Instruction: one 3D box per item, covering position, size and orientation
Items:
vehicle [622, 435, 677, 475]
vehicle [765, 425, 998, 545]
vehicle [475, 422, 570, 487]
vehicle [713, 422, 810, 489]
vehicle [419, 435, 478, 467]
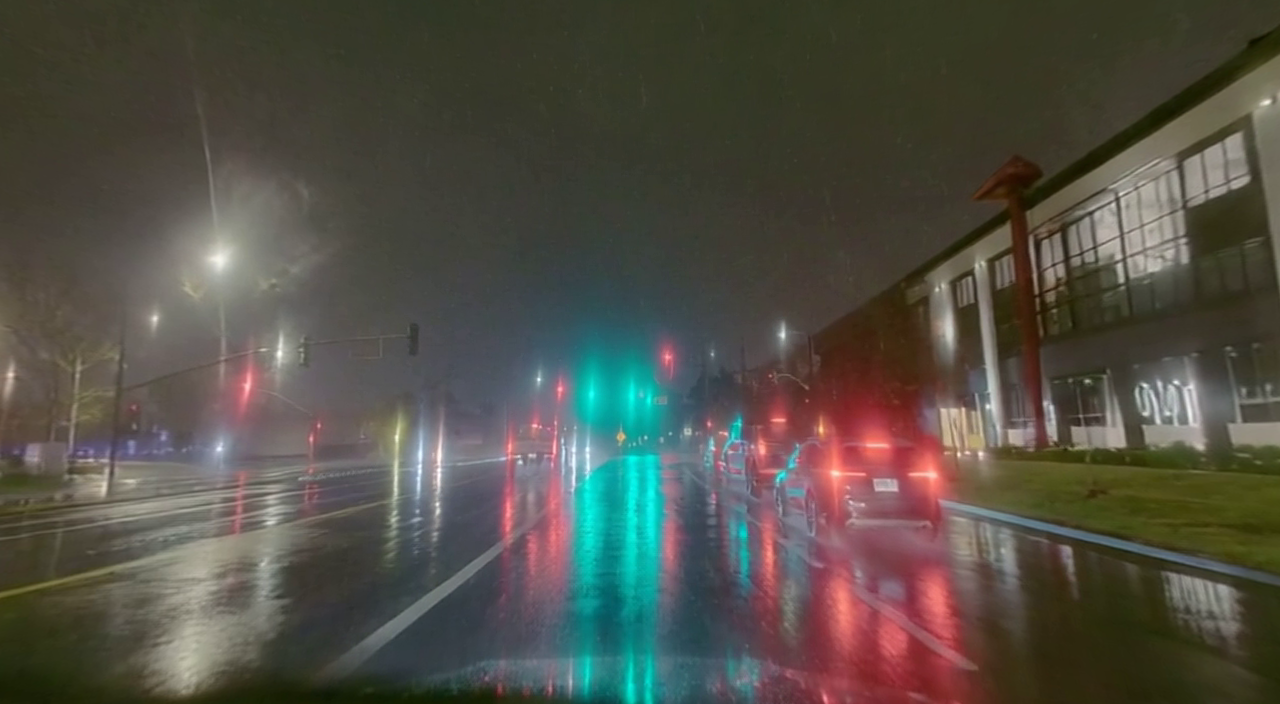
[{"bbox_3d":[0.296,3.999,24.688,1.971,1.433,3.923,0,-8,-1],"label":"vehicle"},{"bbox_3d":[3.419,1.958,9.944,1.913,1.463,4.198,0,-8,-1],"label":"vehicle"},{"bbox_3d":[-3.438,3.112,19.362,2.023,1.720,4.452,0,-8,1],"label":"vehicle"},{"bbox_3d":[3.465,3.047,18.821,1.992,1.744,4.183,0,-8,-1],"label":"vehicle"},{"bbox_3d":[-10.439,5.403,34.597,1.989,1.598,4.054,-1,-8,0],"label":"vehicle"}]
